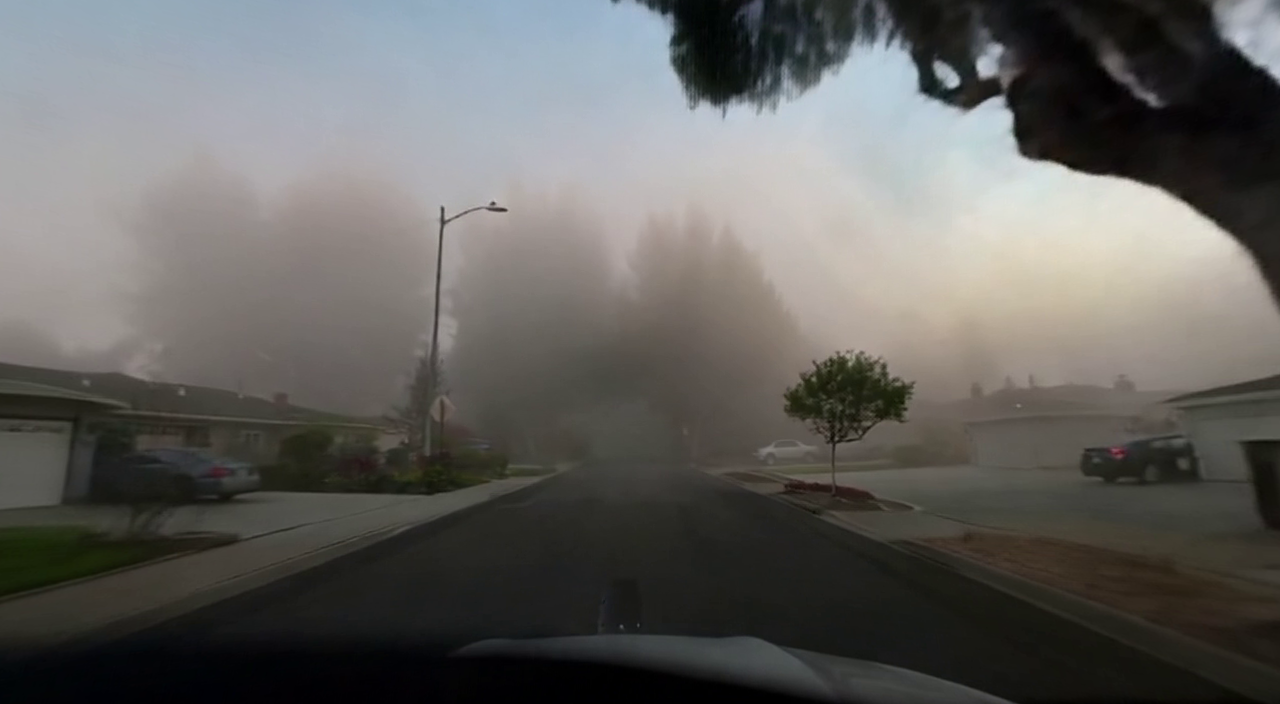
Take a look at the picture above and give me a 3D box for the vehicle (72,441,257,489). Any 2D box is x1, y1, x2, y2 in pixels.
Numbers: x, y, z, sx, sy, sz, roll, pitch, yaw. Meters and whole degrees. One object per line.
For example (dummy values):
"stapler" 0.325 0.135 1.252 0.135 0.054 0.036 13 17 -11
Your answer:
"vehicle" -14.344 3.405 19.249 4.138 1.355 1.808 0 -8 -1

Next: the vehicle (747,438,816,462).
"vehicle" 10.303 7.173 46.239 4.582 1.719 1.947 0 -8 0

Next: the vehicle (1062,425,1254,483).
"vehicle" 16.445 3.236 20.224 4.495 1.724 1.943 1 -9 -4

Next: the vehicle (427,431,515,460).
"vehicle" -11.974 6.665 45.004 5.618 1.997 2.201 0 -8 -1

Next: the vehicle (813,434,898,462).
"vehicle" 15.803 7.079 46.563 5.395 1.917 2.153 0 -9 -1
